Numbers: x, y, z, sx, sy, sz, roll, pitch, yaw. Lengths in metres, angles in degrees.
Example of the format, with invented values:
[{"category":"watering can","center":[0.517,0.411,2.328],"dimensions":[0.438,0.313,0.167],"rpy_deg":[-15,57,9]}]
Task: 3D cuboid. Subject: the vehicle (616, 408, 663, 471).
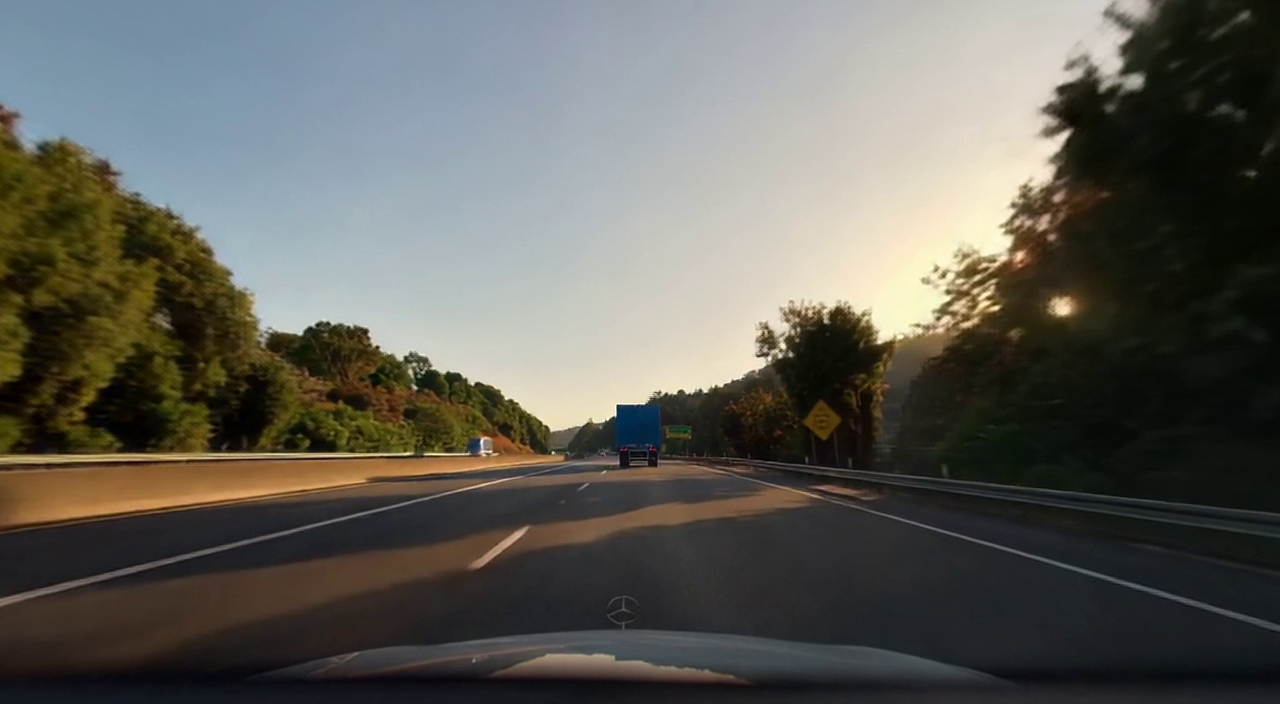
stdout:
[{"category":"vehicle","center":[-0.083,6.423,45.700],"dimensions":[2.982,3.947,11.075],"rpy_deg":[0,-9,-1]}]
